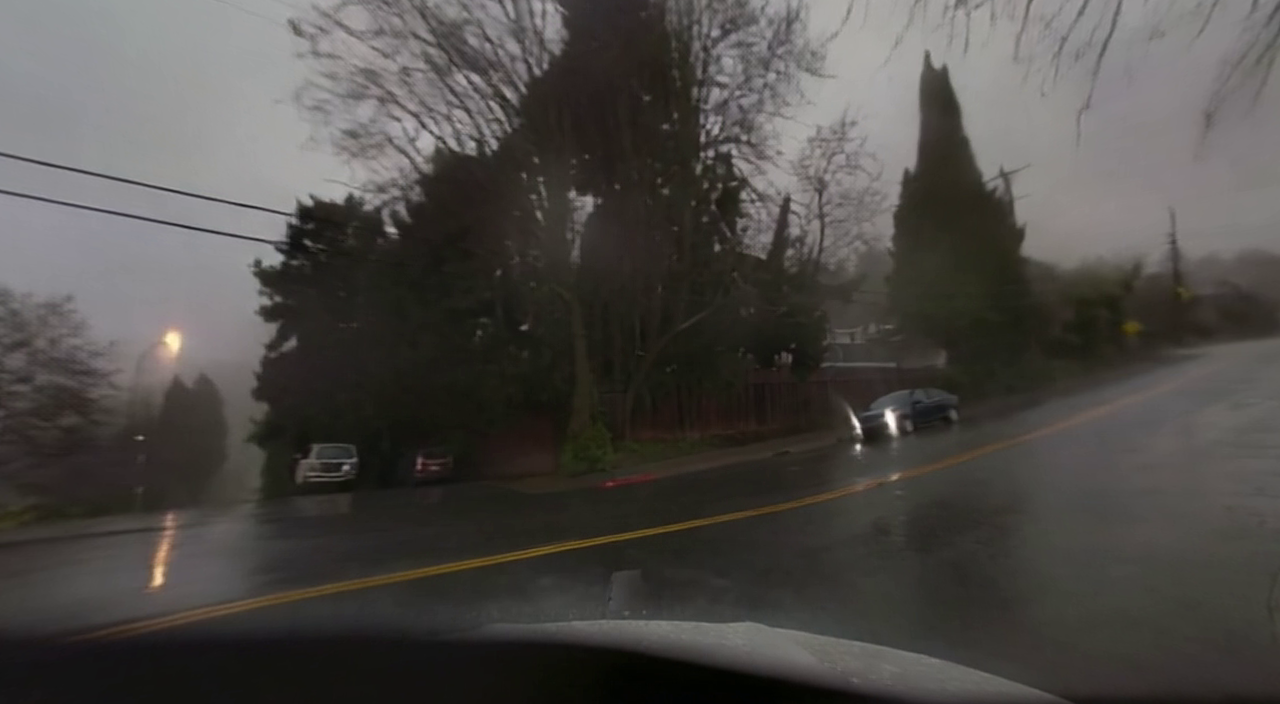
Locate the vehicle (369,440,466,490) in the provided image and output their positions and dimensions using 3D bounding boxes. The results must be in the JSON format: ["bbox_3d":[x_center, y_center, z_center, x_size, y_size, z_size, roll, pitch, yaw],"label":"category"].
[{"bbox_3d":[-8.975,4.447,25.179,2.216,1.728,5.118,6,-11,-35],"label":"vehicle"}]

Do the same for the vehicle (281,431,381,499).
[{"bbox_3d":[-11.761,4.185,23.761,2.413,1.838,4.977,11,-7,-34],"label":"vehicle"}]

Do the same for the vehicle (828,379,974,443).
[{"bbox_3d":[9.242,2.030,22.127,5.289,1.595,2.032,-2,-8,-36],"label":"vehicle"}]
